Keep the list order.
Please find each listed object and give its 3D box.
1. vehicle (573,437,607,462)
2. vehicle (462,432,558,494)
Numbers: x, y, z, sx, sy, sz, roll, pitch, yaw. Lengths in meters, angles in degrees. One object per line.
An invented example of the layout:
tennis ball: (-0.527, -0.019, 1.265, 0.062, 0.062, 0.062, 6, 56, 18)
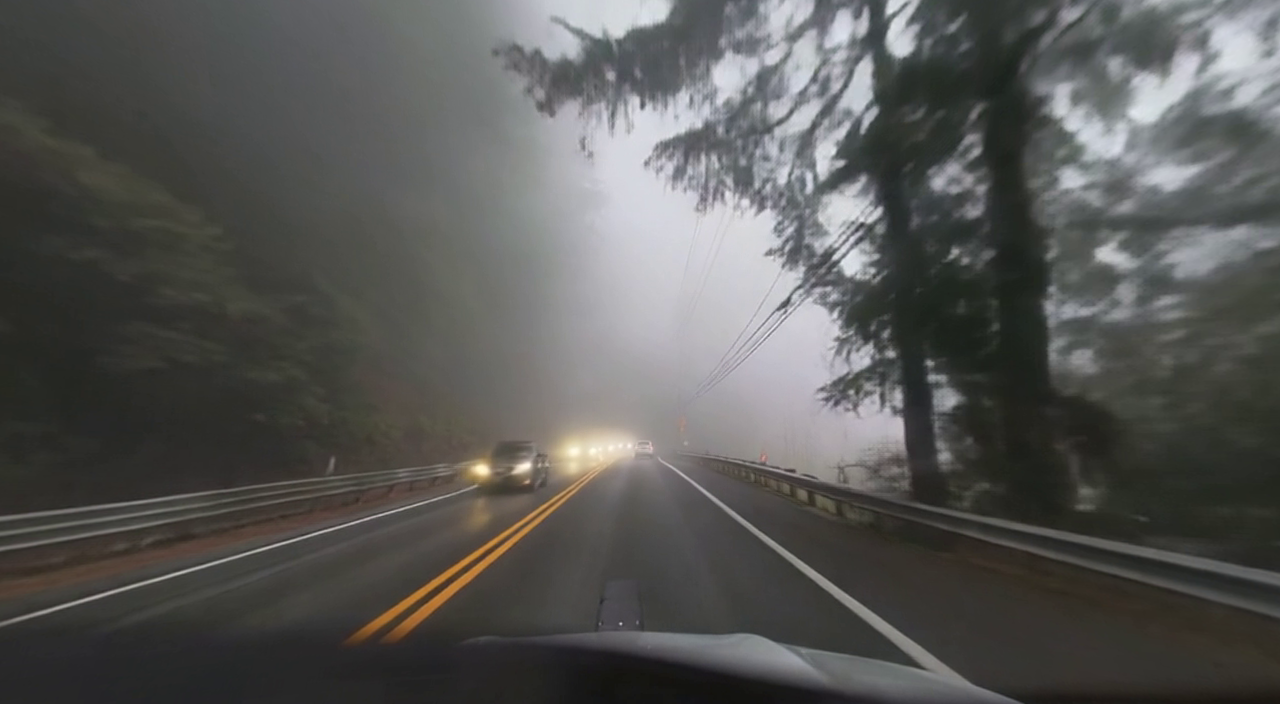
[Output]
vehicle: (-3.608, 7.123, 46.181, 2.013, 1.743, 4.205, 0, -9, 2)
vehicle: (-3.927, 3.444, 19.902, 2.155, 1.727, 4.142, 0, -9, 0)
